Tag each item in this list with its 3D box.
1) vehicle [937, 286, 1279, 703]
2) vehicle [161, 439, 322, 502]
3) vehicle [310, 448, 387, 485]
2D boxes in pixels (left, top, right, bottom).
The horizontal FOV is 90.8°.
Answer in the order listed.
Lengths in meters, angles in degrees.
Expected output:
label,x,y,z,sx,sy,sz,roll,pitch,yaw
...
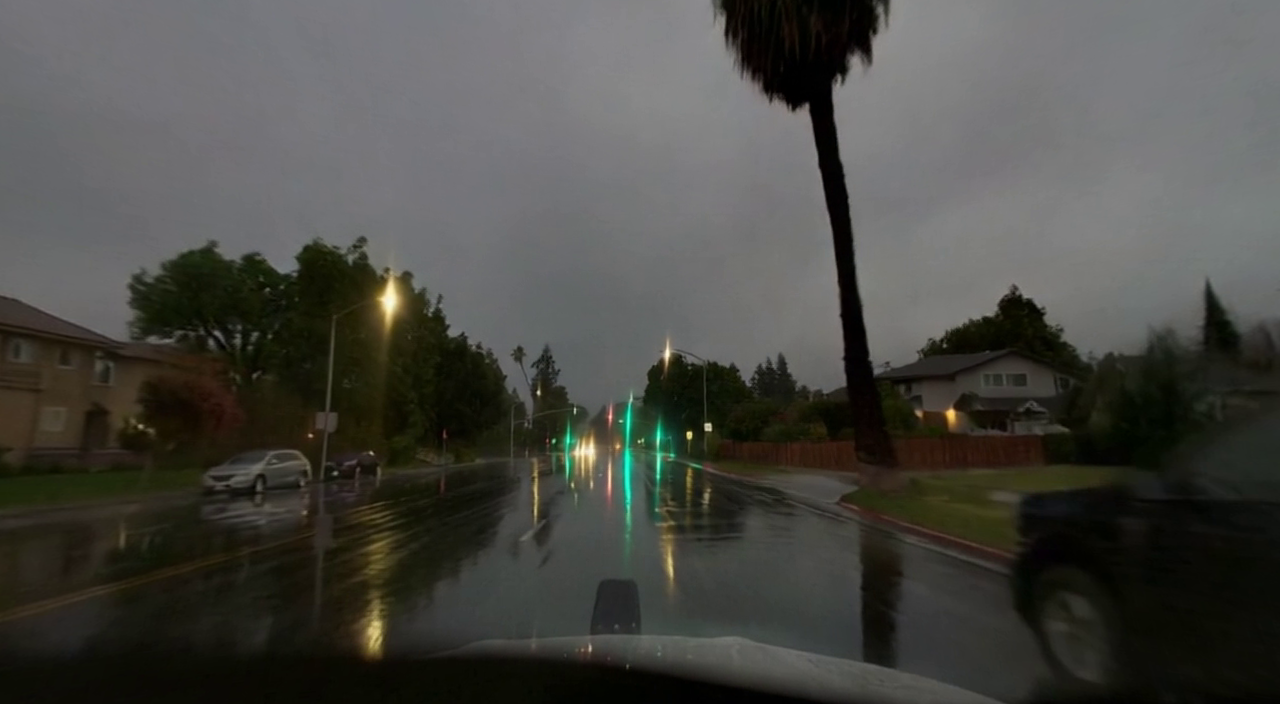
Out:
label,x,y,z,sx,sy,sz,roll,pitch,yaw
vehicle,3.446,0.699,1.972,2.386,1.916,5.167,0,-9,-2
vehicle,-14.197,4.170,23.090,2.245,1.904,5.805,-1,-7,-2
vehicle,-14.554,5.691,31.803,1.890,1.568,4.444,-2,-7,-2
